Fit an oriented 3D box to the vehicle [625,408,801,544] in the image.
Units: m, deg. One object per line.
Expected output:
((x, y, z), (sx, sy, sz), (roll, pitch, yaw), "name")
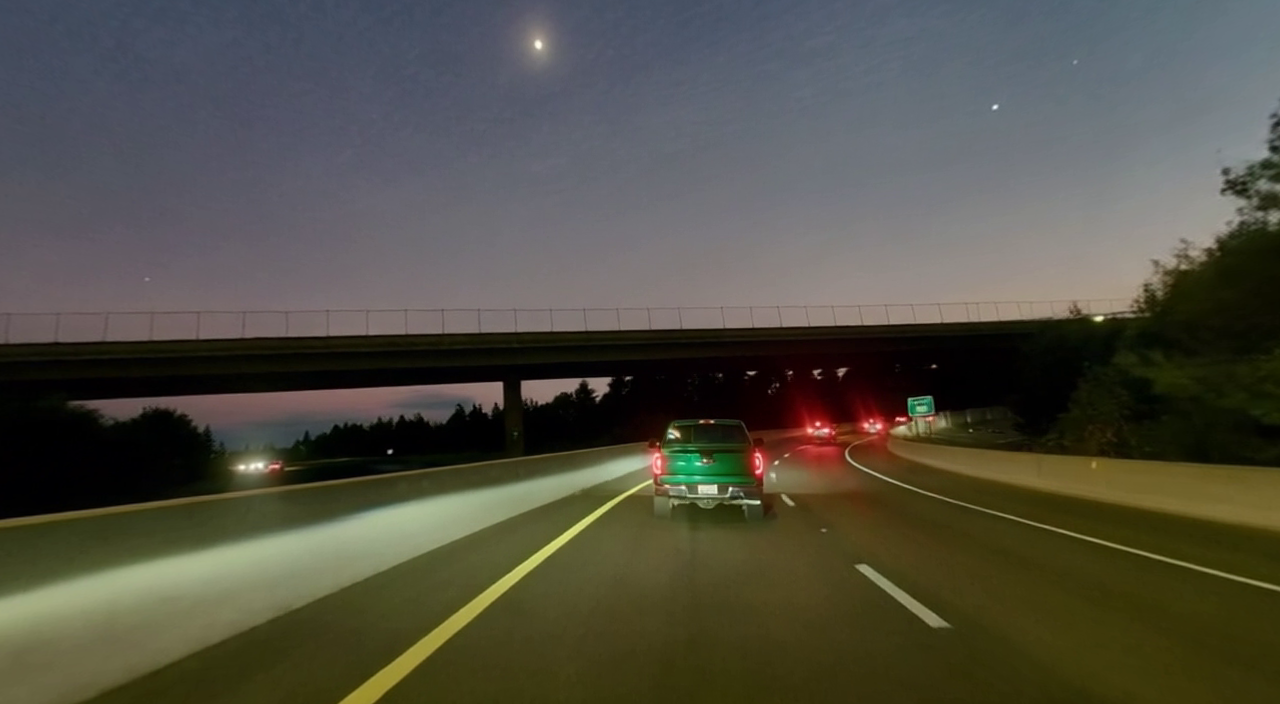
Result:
((1.146, 1.916, 10.347), (2.235, 1.716, 4.435), (-1, -9, 6), "vehicle")
